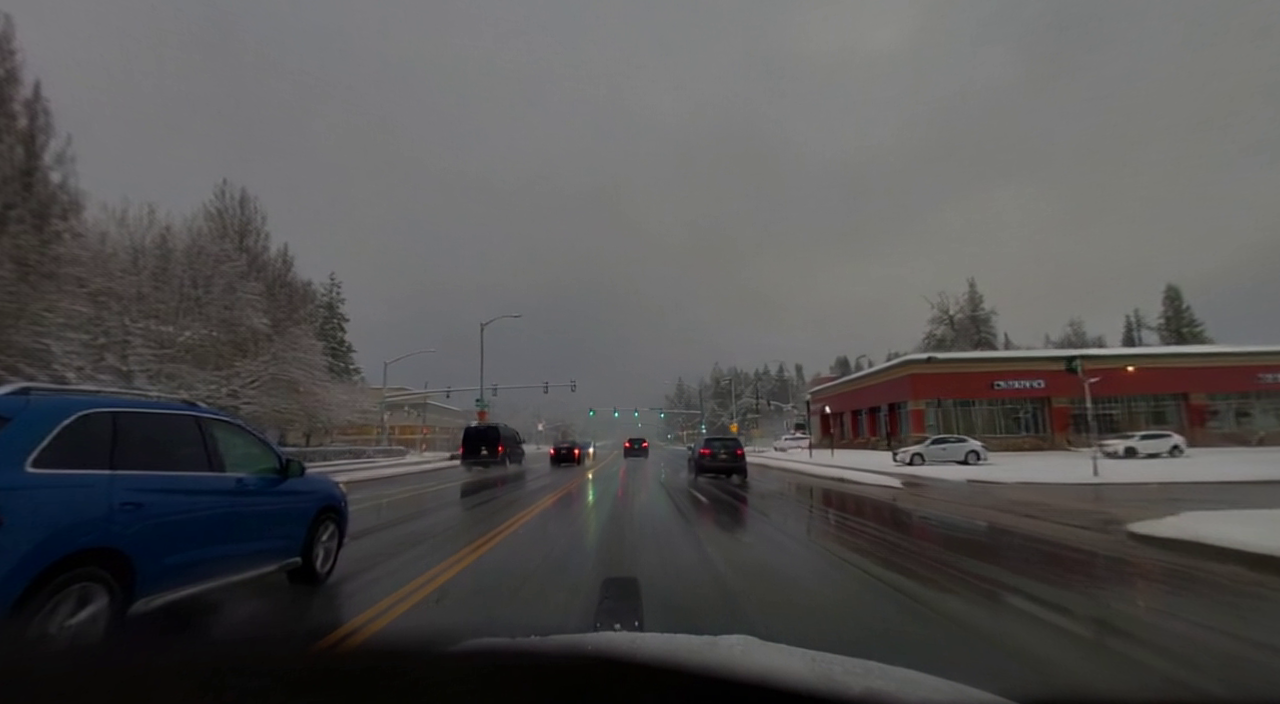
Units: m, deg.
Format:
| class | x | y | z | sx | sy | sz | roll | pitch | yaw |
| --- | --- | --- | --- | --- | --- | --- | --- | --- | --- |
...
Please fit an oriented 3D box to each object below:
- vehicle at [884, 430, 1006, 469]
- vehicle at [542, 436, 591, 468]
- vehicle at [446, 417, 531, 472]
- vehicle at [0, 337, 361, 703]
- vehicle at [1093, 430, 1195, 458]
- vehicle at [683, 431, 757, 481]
| class | x | y | z | sx | sy | sz | roll | pitch | yaw |
| --- | --- | --- | --- | --- | --- | --- | --- | --- | --- |
| vehicle | 14.422 | 4.635 | 30.007 | 4.626 | 1.562 | 2.159 | -2 | -8 | -2 |
| vehicle | -4.037 | 5.612 | 35.506 | 2.133 | 1.677 | 4.727 | 0 | -8 | 1 |
| vehicle | -7.645 | 4.811 | 32.727 | 2.863 | 2.592 | 6.410 | 0 | -8 | -1 |
| vehicle | -3.884 | 1.035 | 4.252 | 2.038 | 1.748 | 4.303 | 0 | -9 | -1 |
| vehicle | 27.757 | 5.104 | 34.874 | 1.768 | 1.460 | 4.677 | 0 | -9 | 0 |
| vehicle | 3.100 | 4.164 | 25.494 | 2.167 | 1.792 | 4.835 | 0 | -9 | -2 |
